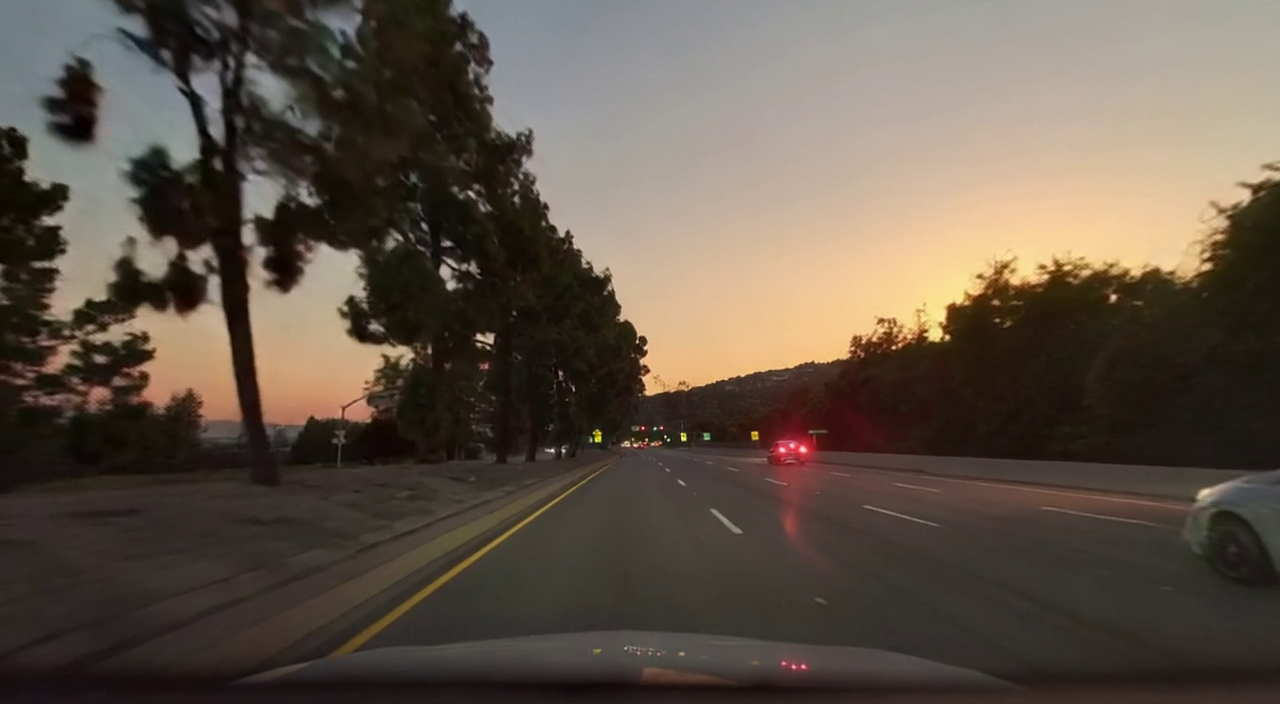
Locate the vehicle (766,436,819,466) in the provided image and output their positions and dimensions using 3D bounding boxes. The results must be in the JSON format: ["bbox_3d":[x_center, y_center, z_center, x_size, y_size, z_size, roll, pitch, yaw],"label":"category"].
[{"bbox_3d":[9.724,6.360,40.600,2.170,1.830,4.720,0,-9,-1],"label":"vehicle"}]
